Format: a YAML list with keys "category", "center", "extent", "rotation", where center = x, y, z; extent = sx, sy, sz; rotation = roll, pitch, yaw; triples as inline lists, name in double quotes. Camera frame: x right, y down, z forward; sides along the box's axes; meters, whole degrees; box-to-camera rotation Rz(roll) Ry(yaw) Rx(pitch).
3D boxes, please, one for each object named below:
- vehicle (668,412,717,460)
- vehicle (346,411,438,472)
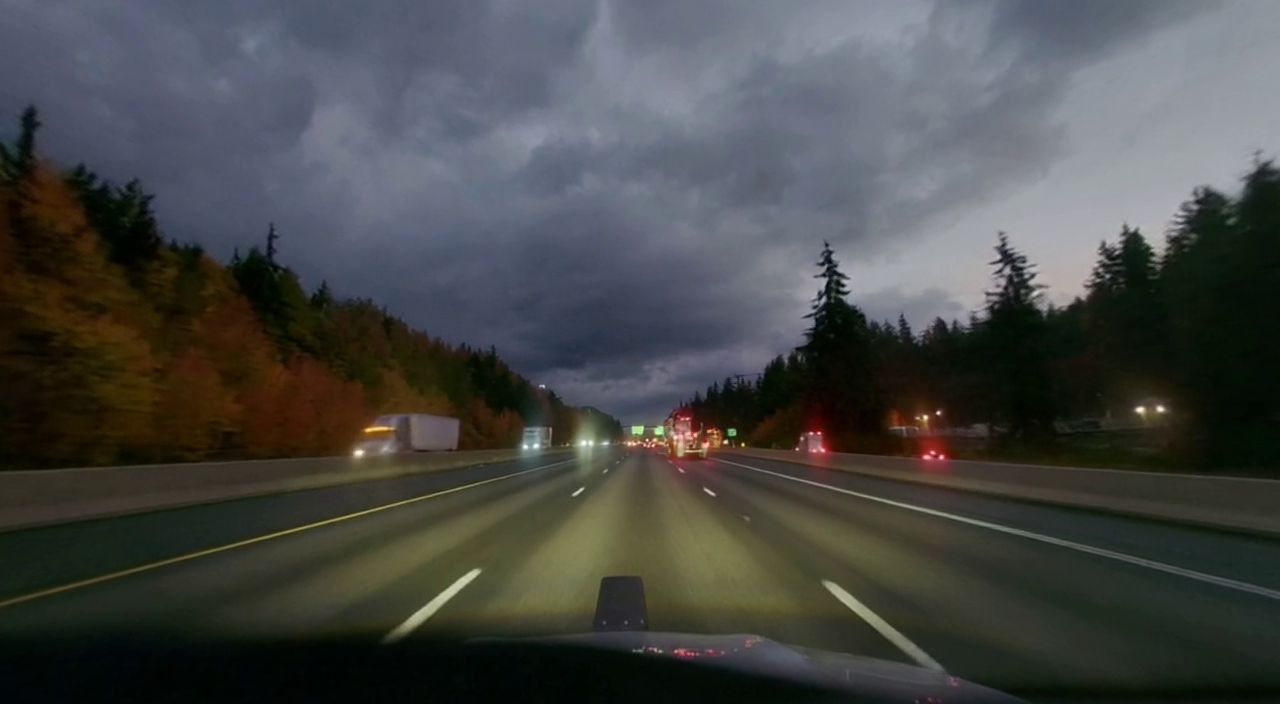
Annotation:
- category: "vehicle"
  center: [3.996, 6.709, 49.966]
  extent: [2.932, 3.425, 7.941]
  rotation: [0, -8, -2]
- category: "vehicle"
  center: [-19.197, 7.079, 49.650]
  extent: [2.923, 4.256, 10.164]
  rotation: [0, -8, 1]
